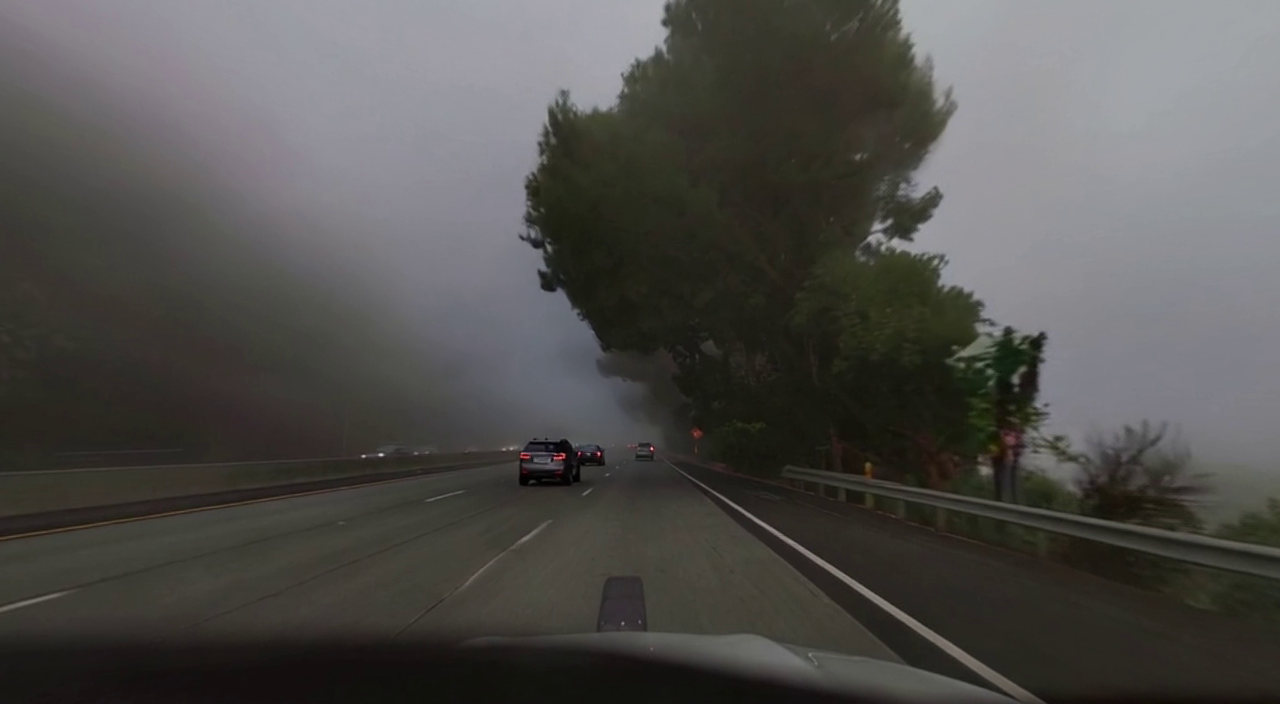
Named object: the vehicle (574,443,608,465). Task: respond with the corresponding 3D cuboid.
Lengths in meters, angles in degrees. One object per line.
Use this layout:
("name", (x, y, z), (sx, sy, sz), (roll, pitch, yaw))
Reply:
("vehicle", (-3.401, 7.149, 44.261), (2.055, 1.431, 3.921), (0, -8, 1))

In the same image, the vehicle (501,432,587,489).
("vehicle", (-3.024, 3.528, 20.737), (2.056, 1.679, 4.204), (0, -8, 1))

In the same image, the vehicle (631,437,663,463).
("vehicle", (0.491, 7.321, 46.955), (2.285, 1.797, 4.478), (0, -8, 0))
